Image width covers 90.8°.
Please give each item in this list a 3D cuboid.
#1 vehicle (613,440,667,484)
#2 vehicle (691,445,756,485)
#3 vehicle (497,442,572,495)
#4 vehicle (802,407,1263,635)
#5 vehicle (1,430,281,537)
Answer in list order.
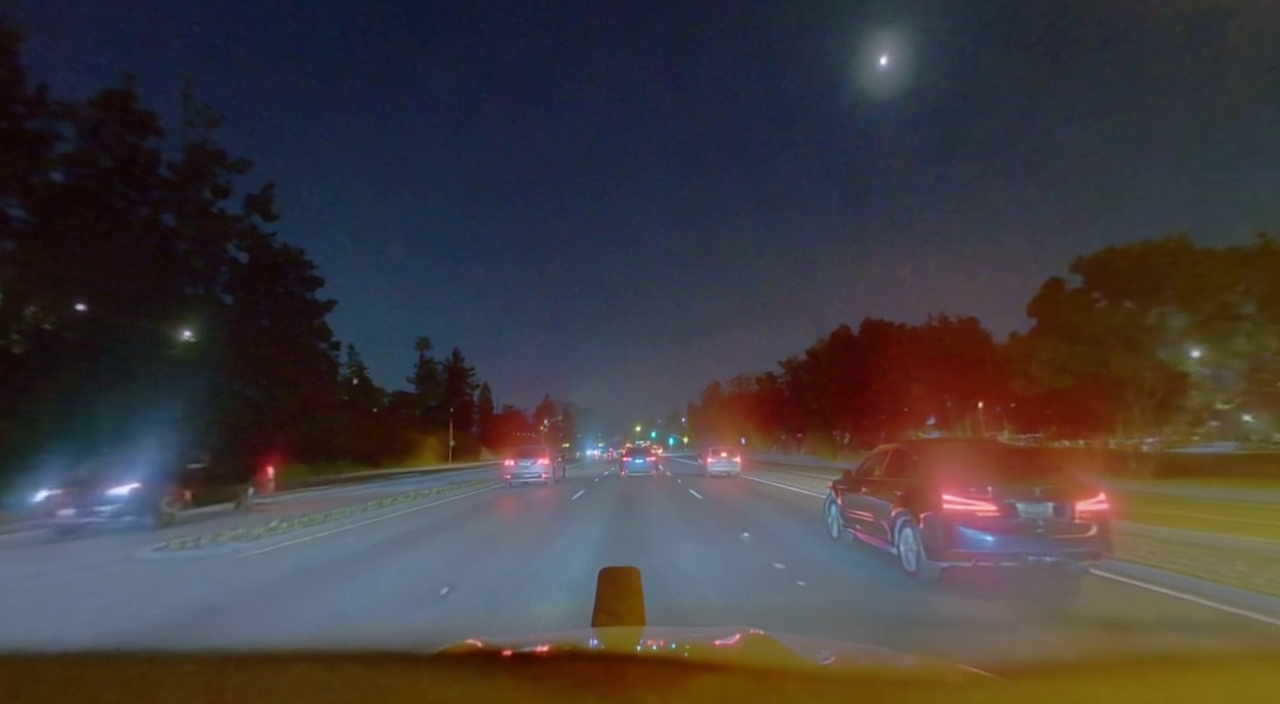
[{"bbox_3d":[-0.041,4.725,27.342,2.150,1.725,4.096,0,-9,-1],"label":"vehicle"},{"bbox_3d":[3.384,4.672,26.418,2.068,1.541,4.041,0,-9,-1],"label":"vehicle"},{"bbox_3d":[-3.427,3.875,21.327,1.823,1.602,4.061,0,-9,0],"label":"vehicle"},{"bbox_3d":[3.472,1.592,7.027,2.069,1.644,4.714,0,-9,0],"label":"vehicle"},{"bbox_3d":[-9.501,2.508,12.677,2.045,1.730,4.375,0,-9,-1],"label":"vehicle"}]
